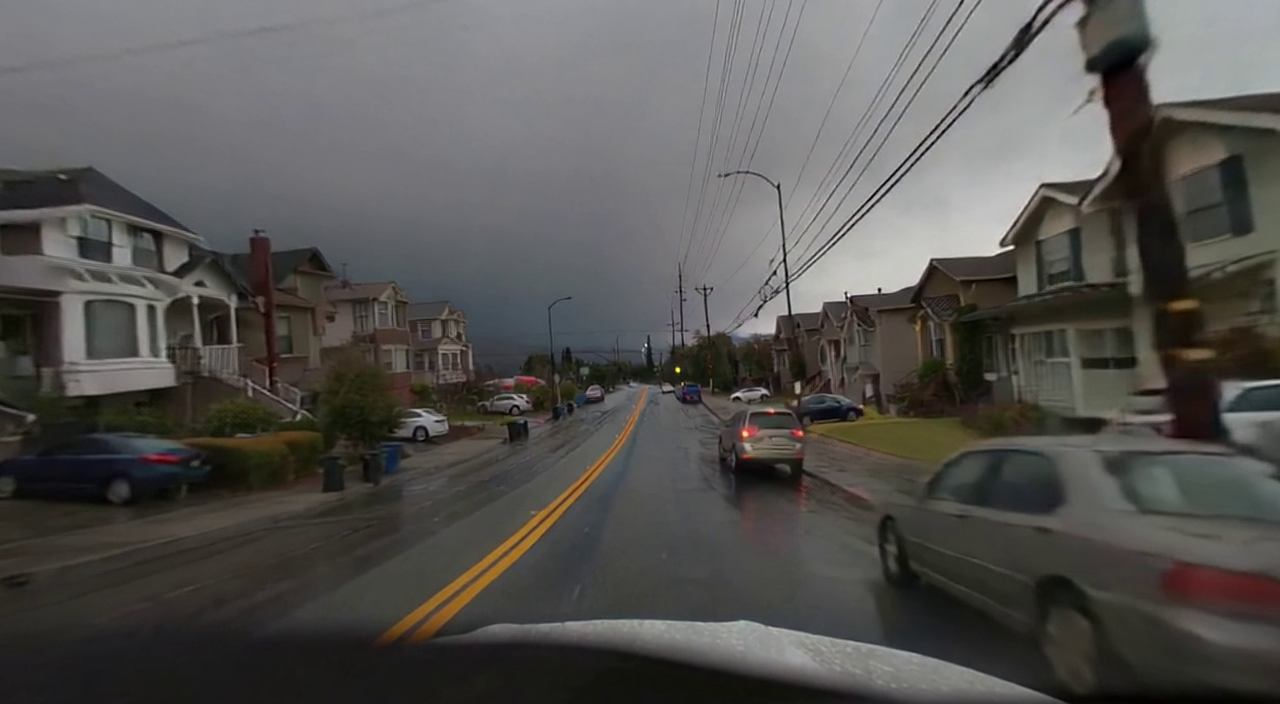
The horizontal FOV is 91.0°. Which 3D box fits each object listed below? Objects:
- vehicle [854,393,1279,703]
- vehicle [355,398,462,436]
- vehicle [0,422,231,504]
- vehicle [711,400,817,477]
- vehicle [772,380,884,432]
[{"bbox_3d":[3.112,1.160,4.129,2.063,1.503,4.415,-1,-8,3],"label":"vehicle"},{"bbox_3d":[-11.520,3.289,31.469,4.525,1.797,2.024,-1,-8,5],"label":"vehicle"},{"bbox_3d":[-11.825,2.410,13.909,4.236,1.654,1.745,0,-8,-4],"label":"vehicle"},{"bbox_3d":[3.515,2.440,18.867,2.211,1.860,4.813,0,-3,0],"label":"vehicle"},{"bbox_3d":[9.069,2.679,30.688,4.622,1.826,2.065,-8,-8,1],"label":"vehicle"}]
